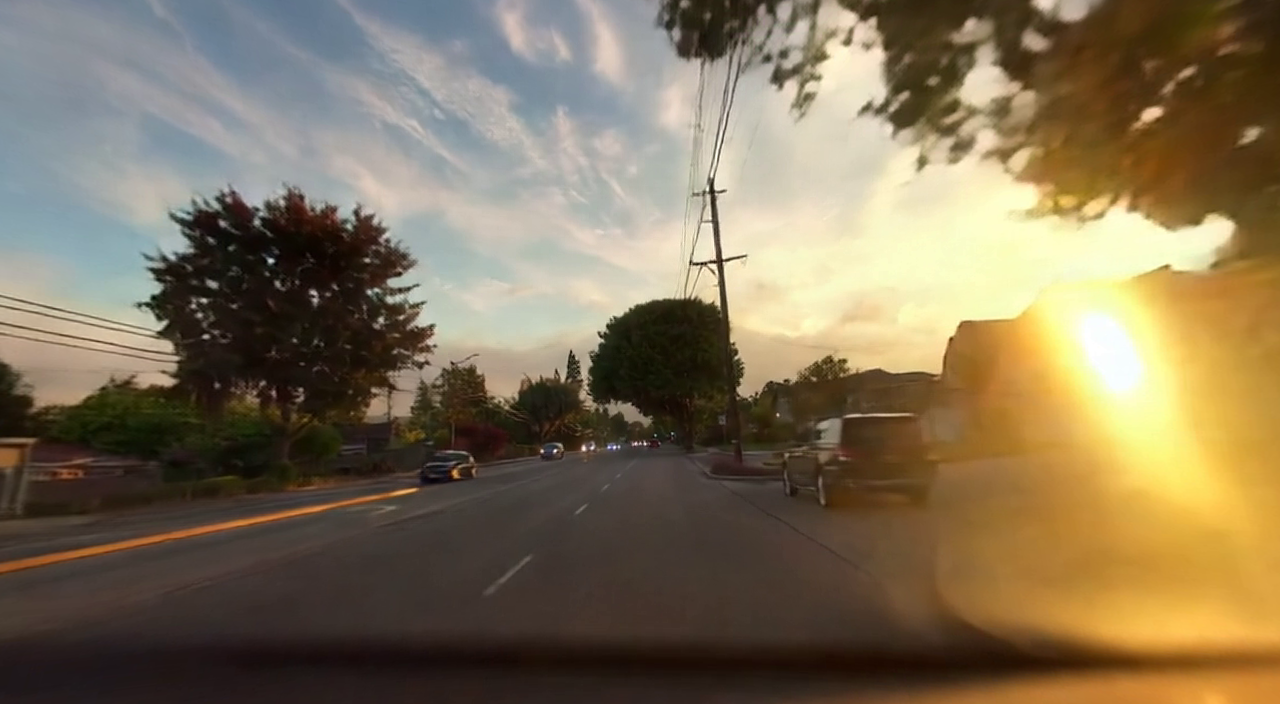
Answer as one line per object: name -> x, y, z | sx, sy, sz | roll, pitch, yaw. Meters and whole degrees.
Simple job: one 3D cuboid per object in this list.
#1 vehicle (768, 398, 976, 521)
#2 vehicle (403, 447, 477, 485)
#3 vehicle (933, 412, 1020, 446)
vehicle -> 4.177, 2.064, 12.468 | 2.228, 1.885, 4.854 | -1, -8, 0
vehicle -> -8.849, 5.051, 28.276 | 1.915, 1.539, 4.106 | -1, -8, 1
vehicle -> 22.096, 5.089, 41.536 | 4.389, 1.751, 2.158 | -4, -14, 5
